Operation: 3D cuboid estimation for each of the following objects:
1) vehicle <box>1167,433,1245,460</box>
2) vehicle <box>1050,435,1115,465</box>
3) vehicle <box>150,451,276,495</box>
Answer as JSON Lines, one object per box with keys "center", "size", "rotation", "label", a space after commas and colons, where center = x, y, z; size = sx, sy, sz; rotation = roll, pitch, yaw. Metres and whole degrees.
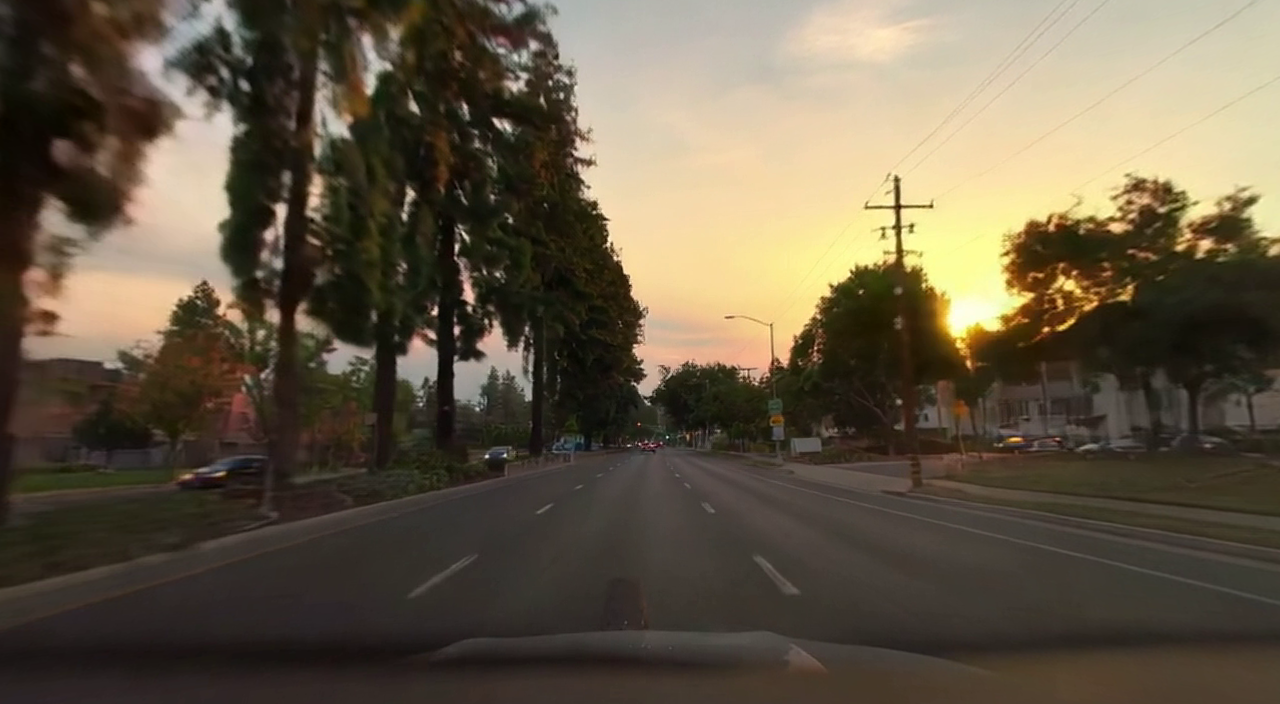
{"center": [32.250, 5.422, 36.064], "size": [1.868, 1.434, 4.425], "rotation": [-3, -9, 22], "label": "vehicle"}
{"center": [25.645, 5.664, 36.715], "size": [1.823, 1.466, 4.676], "rotation": [-7, -8, 20], "label": "vehicle"}
{"center": [-16.736, 4.713, 25.019], "size": [1.928, 1.531, 4.329], "rotation": [0, -8, 0], "label": "vehicle"}
